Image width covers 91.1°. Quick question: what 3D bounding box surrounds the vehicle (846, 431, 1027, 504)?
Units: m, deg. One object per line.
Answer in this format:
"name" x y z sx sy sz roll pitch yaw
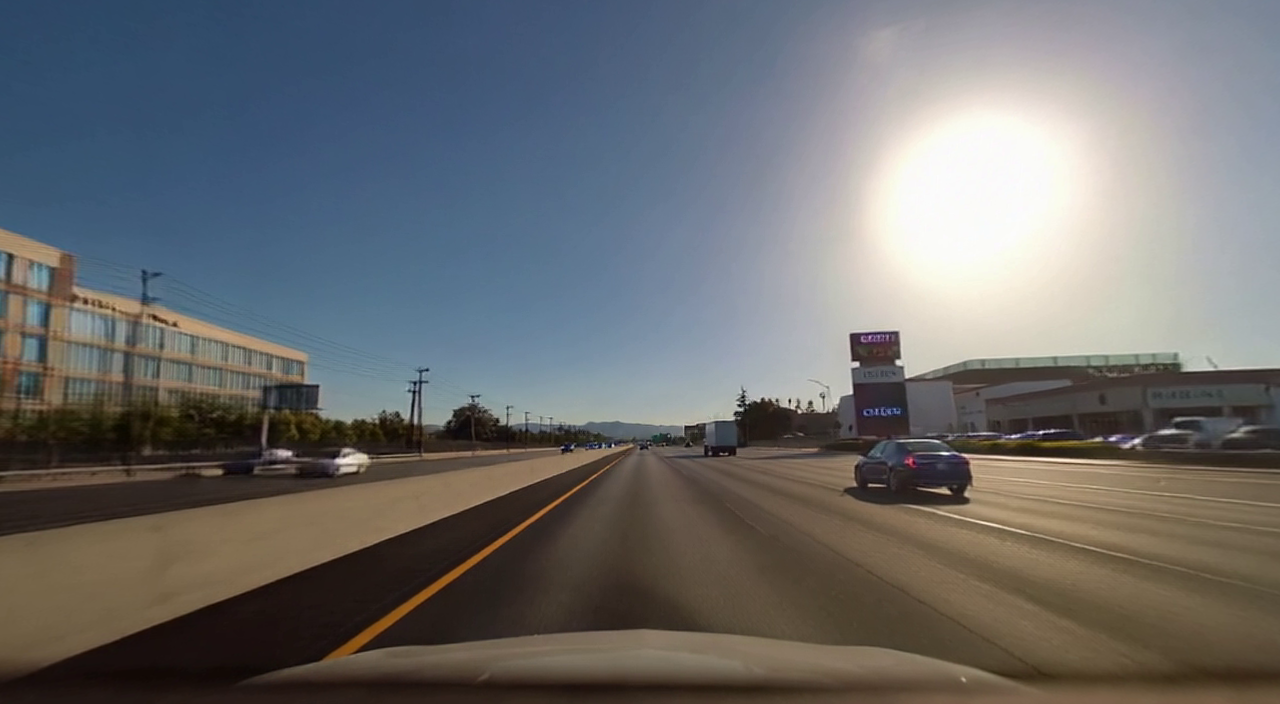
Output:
"vehicle" 7.119 2.820 15.854 2.079 1.518 5.032 0 -8 -1

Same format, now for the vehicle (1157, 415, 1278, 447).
"vehicle" 35.729 4.919 39.026 4.978 1.798 2.146 -1 -9 14

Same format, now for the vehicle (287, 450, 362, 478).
"vehicle" -18.215 6.461 36.553 1.896 1.475 4.735 0 -8 0

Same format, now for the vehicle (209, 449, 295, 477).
"vehicle" -27.411 7.810 44.673 2.170 1.812 5.804 0 -8 4

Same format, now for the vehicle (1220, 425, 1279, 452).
"vehicle" 36.045 4.913 35.551 4.453 1.442 1.894 0 -8 0
